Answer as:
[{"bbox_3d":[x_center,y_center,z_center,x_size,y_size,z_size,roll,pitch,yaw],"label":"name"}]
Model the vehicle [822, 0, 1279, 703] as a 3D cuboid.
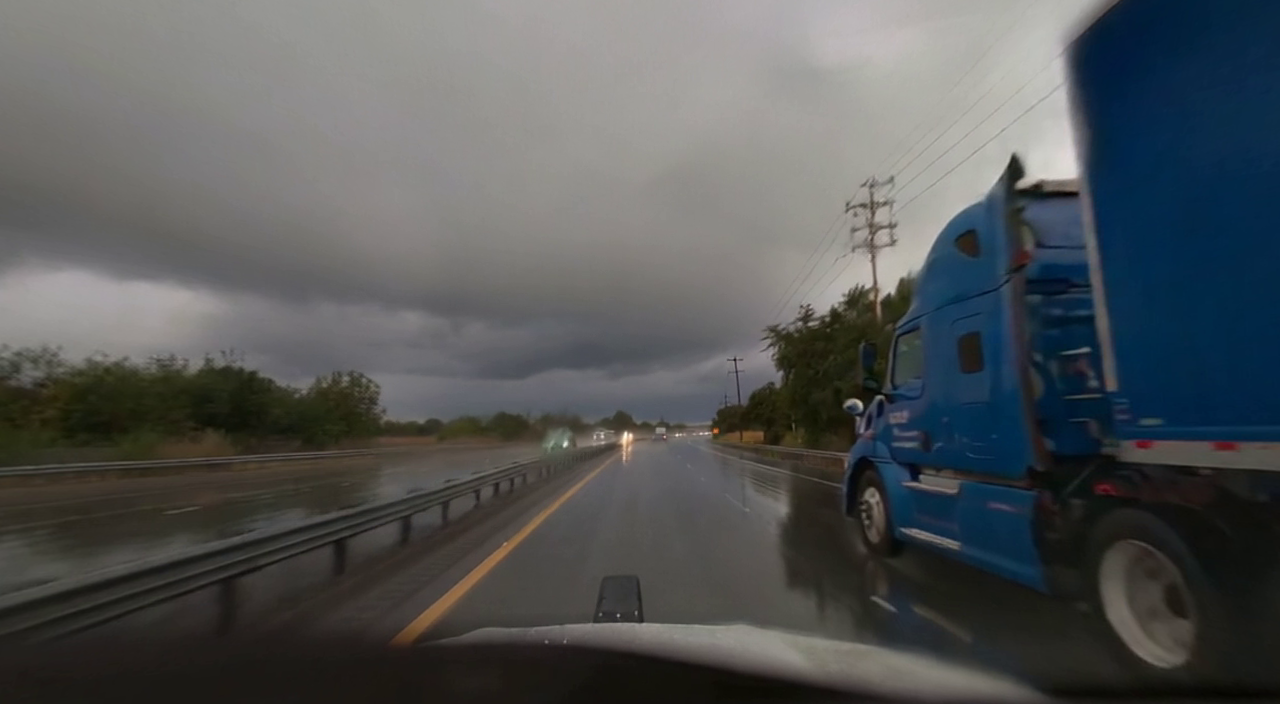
[{"bbox_3d":[4.040,0.116,5.390,2.979,4.151,6.405,0,-8,0],"label":"vehicle"}]
